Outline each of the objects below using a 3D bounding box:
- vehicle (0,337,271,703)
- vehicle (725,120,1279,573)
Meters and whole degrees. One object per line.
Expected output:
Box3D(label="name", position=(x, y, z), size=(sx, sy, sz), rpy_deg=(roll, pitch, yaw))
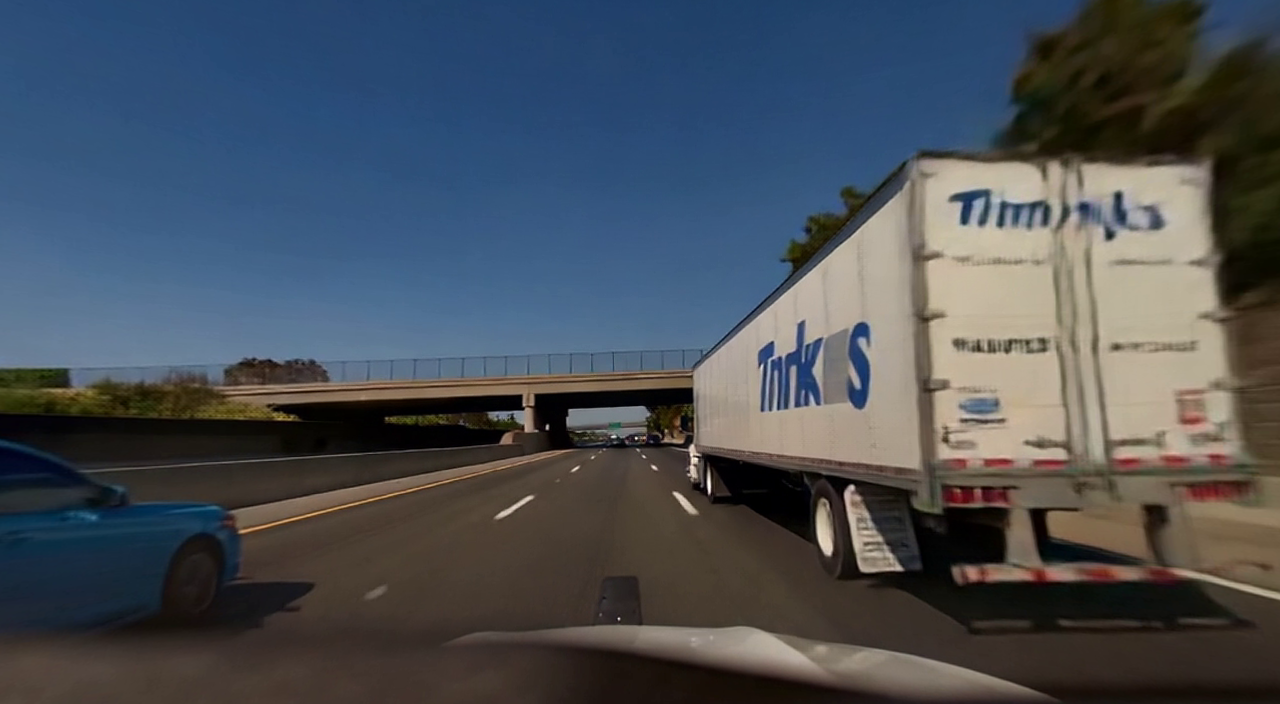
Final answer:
Box3D(label="vehicle", position=(-3.599, 0.729, 2.129), size=(2.063, 1.661, 4.439), rpy_deg=(0, -8, -1))
Box3D(label="vehicle", position=(3.928, 0.724, 12.317), size=(2.850, 3.894, 13.987), rpy_deg=(0, -7, 1))
